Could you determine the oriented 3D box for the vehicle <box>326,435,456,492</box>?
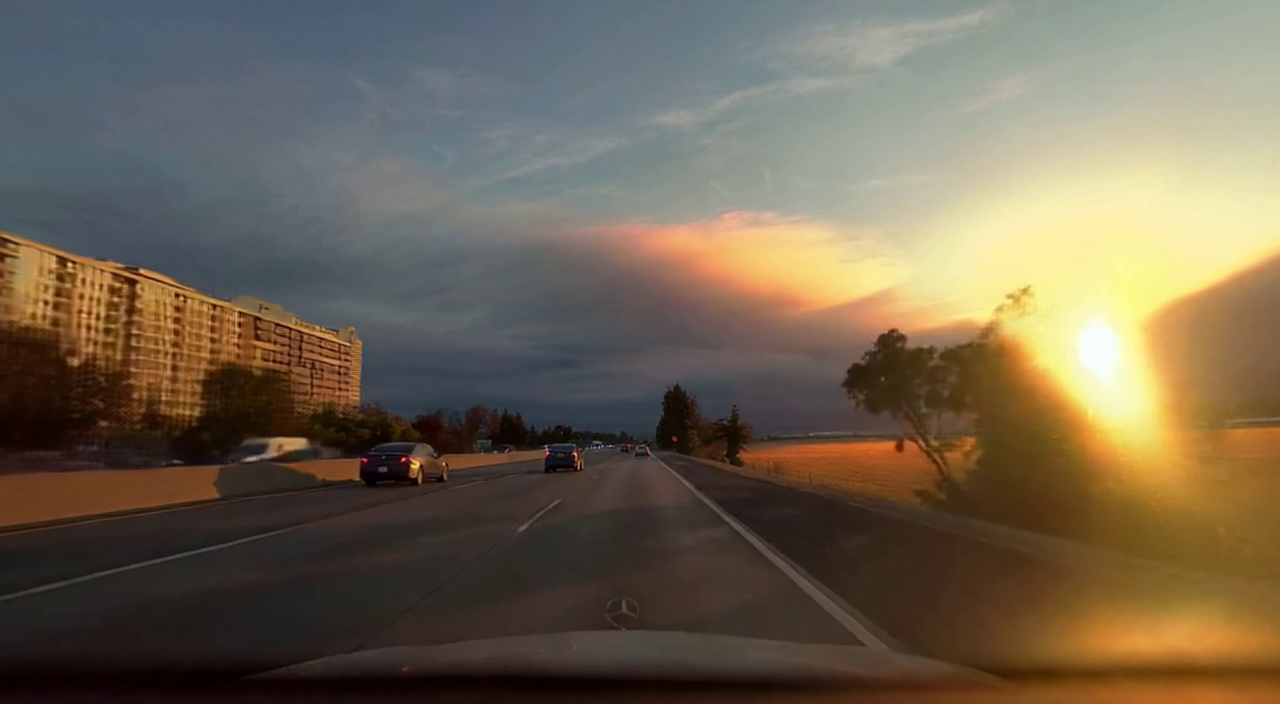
[{"bbox_3d":[-7.483,3.380,19.538,2.034,1.523,4.627,0,-8,1],"label":"vehicle"}]

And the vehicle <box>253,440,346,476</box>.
[{"bbox_3d":[-15.927,4.967,29.790,1.859,1.526,4.501,0,-8,0],"label":"vehicle"}]

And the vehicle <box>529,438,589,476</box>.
[{"bbox_3d":[-3.700,4.896,29.610,2.083,1.588,4.801,0,-8,1],"label":"vehicle"}]

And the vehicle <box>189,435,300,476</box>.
[{"bbox_3d":[-23.127,6.074,37.259,2.351,2.215,6.293,0,-8,1],"label":"vehicle"}]
